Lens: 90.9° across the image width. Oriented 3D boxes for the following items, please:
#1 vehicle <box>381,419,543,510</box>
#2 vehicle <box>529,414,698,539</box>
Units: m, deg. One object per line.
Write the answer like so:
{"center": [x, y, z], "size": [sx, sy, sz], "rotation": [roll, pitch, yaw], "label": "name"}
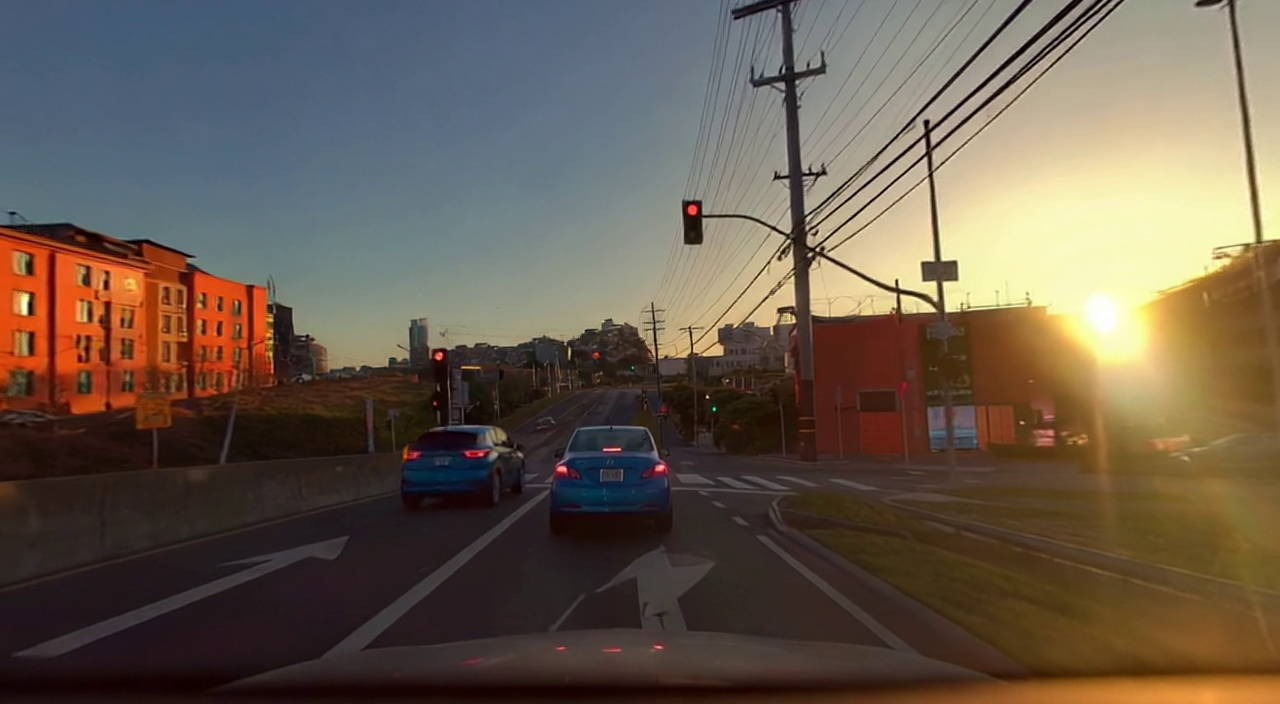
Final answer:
{"center": [-3.437, 2.260, 13.180], "size": [2.097, 1.573, 4.284], "rotation": [0, -8, 0], "label": "vehicle"}
{"center": [-0.334, 1.819, 9.813], "size": [2.123, 1.566, 3.662], "rotation": [0, -8, 0], "label": "vehicle"}
